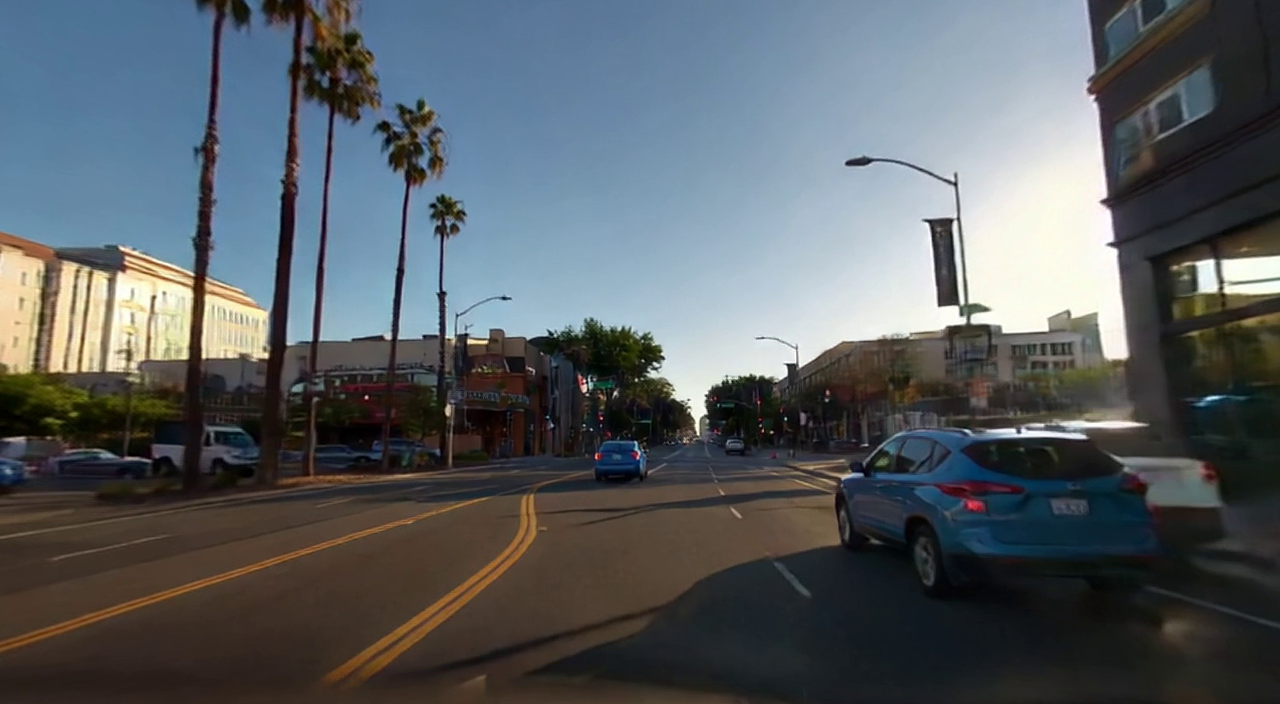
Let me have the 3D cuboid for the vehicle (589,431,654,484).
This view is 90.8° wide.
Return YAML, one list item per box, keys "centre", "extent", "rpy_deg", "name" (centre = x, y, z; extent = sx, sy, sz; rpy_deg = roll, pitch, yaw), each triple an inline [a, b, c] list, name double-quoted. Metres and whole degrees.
- centre: [-0.579, 3.693, 22.378]
  extent: [2.063, 1.664, 4.471]
  rpy_deg: [0, -8, 0]
  name: "vehicle"

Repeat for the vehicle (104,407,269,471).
- centre: [-21.055, 4.115, 29.738]
  extent: [2.198, 2.684, 5.751]
  rpy_deg: [-4, -9, 25]
  name: "vehicle"

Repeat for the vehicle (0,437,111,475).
- centre: [-29.414, 5.049, 30.887]
  extent: [1.863, 1.733, 4.974]
  rpy_deg: [-5, -9, 27]
  name: "vehicle"

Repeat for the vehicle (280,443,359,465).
- centre: [-22.473, 7.149, 44.486]
  extent: [1.800, 1.462, 4.752]
  rpy_deg: [-4, -9, 25]
  name: "vehicle"

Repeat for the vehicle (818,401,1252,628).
- centre: [3.525, 1.514, 6.900]
  extent: [1.983, 1.654, 4.354]
  rpy_deg: [0, -8, 2]
  name: "vehicle"
